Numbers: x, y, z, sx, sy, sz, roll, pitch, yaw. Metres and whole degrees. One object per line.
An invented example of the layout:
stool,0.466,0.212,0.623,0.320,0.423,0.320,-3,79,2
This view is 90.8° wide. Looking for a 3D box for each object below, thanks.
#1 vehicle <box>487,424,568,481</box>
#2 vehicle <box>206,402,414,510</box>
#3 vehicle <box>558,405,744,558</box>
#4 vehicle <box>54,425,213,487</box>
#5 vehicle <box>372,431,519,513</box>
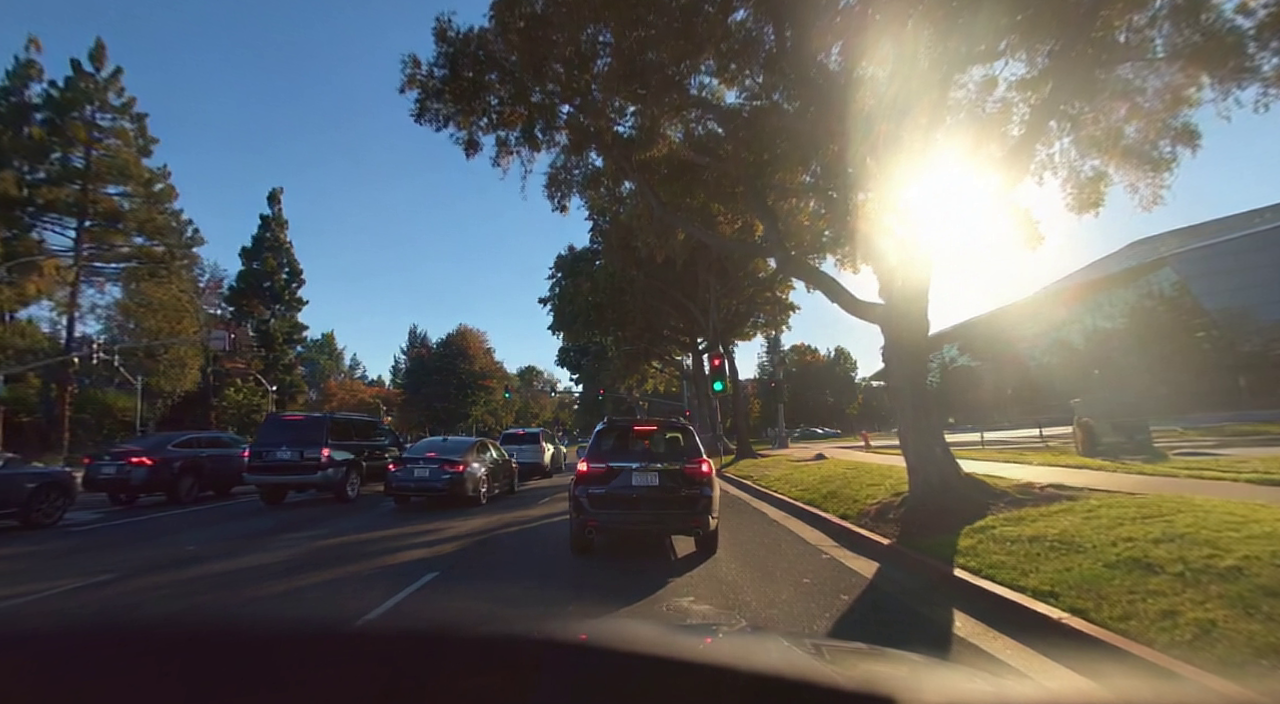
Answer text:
vehicle,-3.918,3.611,22.780,2.043,1.813,4.549,0,-9,0
vehicle,-7.387,2.429,15.013,2.195,2.093,5.185,0,-9,-1
vehicle,0.101,1.760,9.206,2.055,1.681,4.270,0,-9,-1
vehicle,-17.674,3.655,22.395,2.136,1.976,4.342,0,-9,-3
vehicle,-4.080,2.587,14.083,1.942,1.523,4.212,0,-9,0
